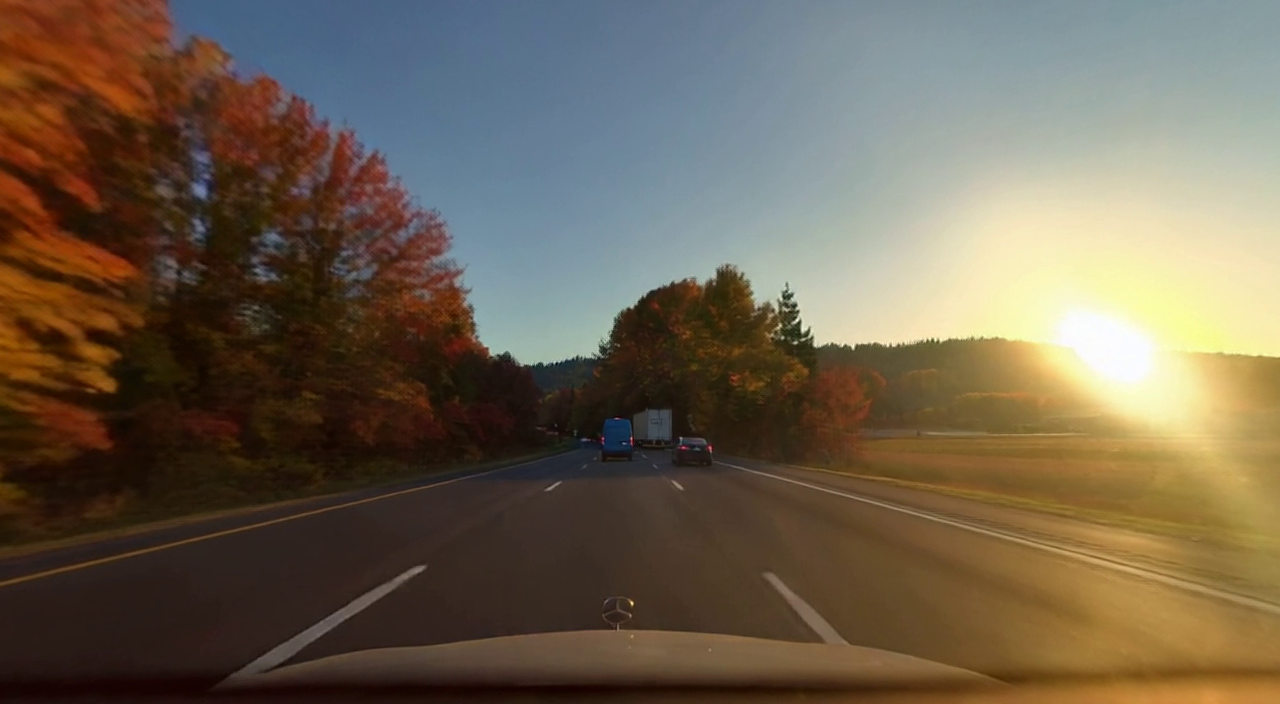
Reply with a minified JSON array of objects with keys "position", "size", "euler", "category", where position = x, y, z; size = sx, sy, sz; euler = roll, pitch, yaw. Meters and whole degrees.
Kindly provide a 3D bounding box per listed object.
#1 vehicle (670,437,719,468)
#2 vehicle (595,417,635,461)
[{"position":[2.744,5.130,32.460],"size":[1.962,1.508,4.363],"euler":[0,-8,-3],"category":"vehicle"},{"position":[-1.521,5.600,40.426],"size":[2.389,2.637,5.437],"euler":[0,-8,-1],"category":"vehicle"}]
